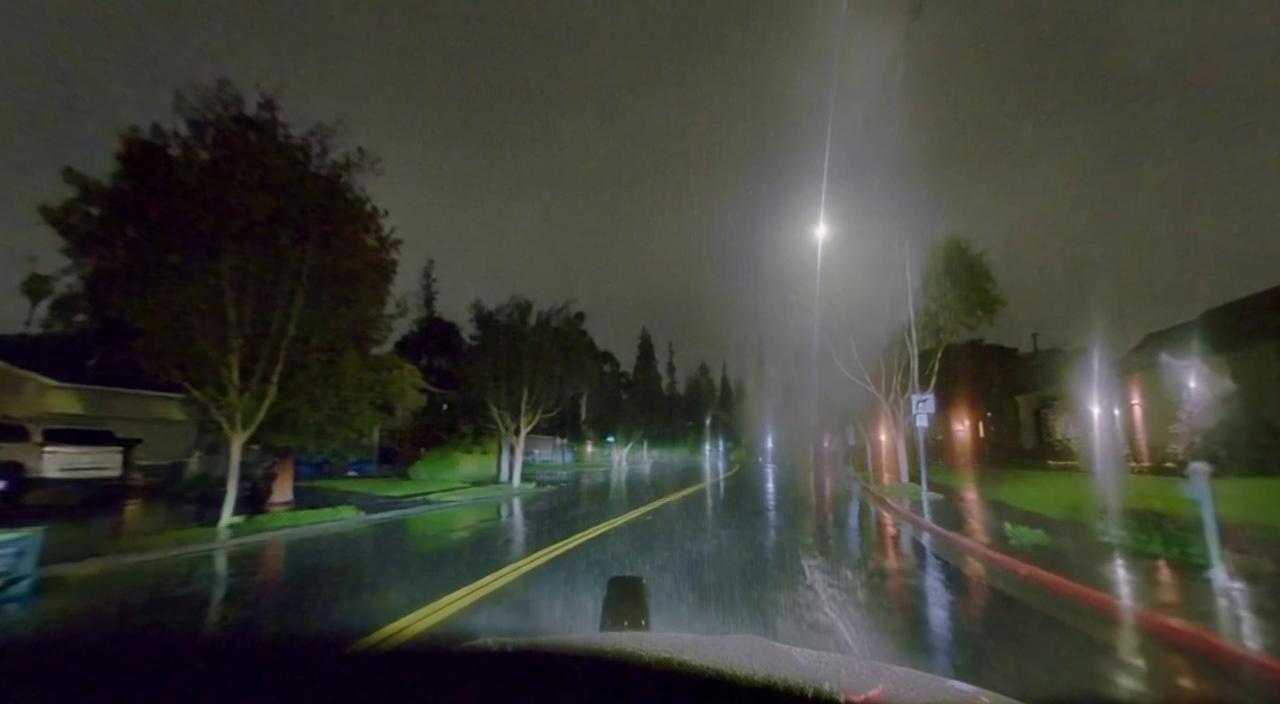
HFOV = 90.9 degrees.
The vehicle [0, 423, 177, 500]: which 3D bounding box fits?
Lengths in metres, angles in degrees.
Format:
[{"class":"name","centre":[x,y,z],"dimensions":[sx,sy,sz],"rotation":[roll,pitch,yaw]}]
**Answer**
[{"class":"vehicle","centre":[-15.533,2.878,16.868],"dimensions":[4.410,1.710,2.065],"rotation":[5,-9,-6]}]
